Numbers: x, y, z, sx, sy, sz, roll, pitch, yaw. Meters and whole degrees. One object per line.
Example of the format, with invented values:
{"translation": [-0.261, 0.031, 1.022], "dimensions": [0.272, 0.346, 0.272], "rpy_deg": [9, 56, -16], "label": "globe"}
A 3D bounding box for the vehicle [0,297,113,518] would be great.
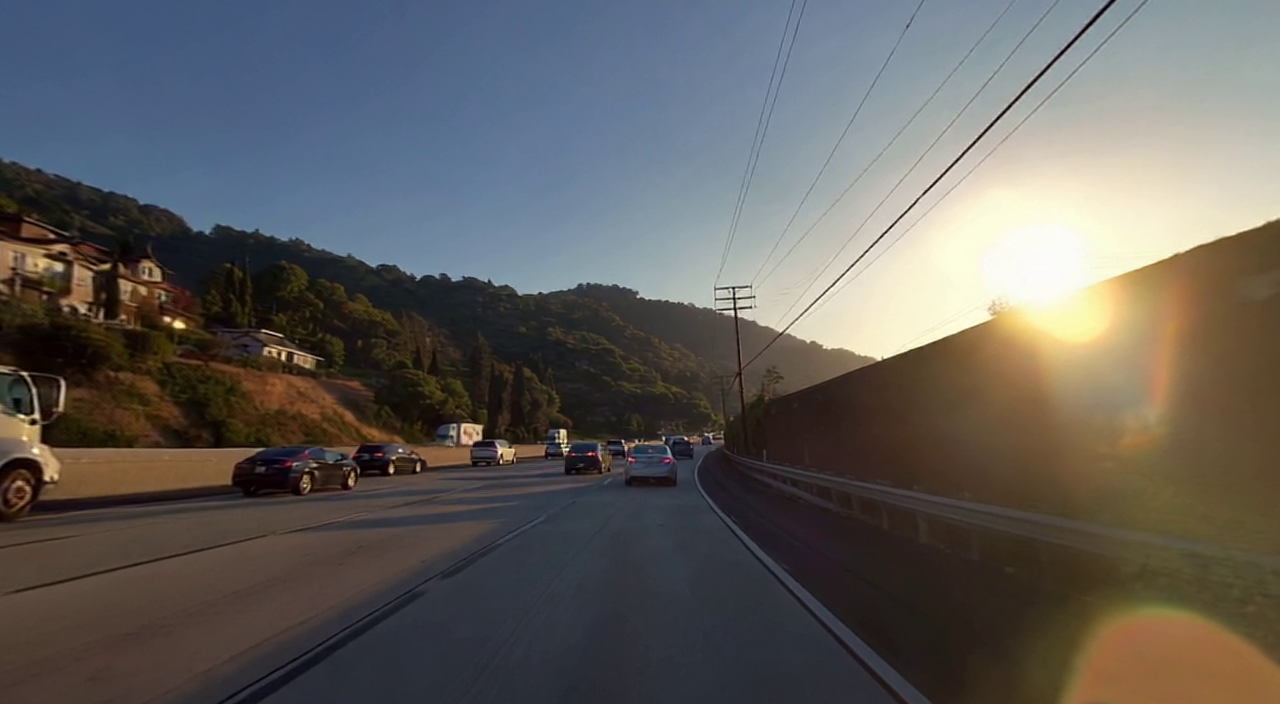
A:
{"translation": [-13.609, 0.531, 8.235], "dimensions": [3.161, 4.024, 11.136], "rpy_deg": [-1, -8, 4], "label": "vehicle"}

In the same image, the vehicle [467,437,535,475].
{"translation": [-7.160, 5.388, 32.988], "dimensions": [2.080, 1.833, 4.461], "rpy_deg": [-1, -8, 6], "label": "vehicle"}

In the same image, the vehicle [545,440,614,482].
{"translation": [-2.465, 4.597, 26.982], "dimensions": [2.121, 1.639, 4.383], "rpy_deg": [-1, -8, 5], "label": "vehicle"}

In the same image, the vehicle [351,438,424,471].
{"translation": [-14.668, 5.999, 36.979], "dimensions": [2.020, 1.790, 4.563], "rpy_deg": [-1, -8, 5], "label": "vehicle"}

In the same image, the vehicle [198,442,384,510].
{"translation": [-8.663, 3.072, 16.237], "dimensions": [1.959, 1.469, 4.450], "rpy_deg": [-1, -8, 5], "label": "vehicle"}

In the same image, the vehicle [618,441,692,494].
{"translation": [0.552, 3.570, 19.904], "dimensions": [2.109, 1.495, 3.935], "rpy_deg": [-1, -8, 4], "label": "vehicle"}
